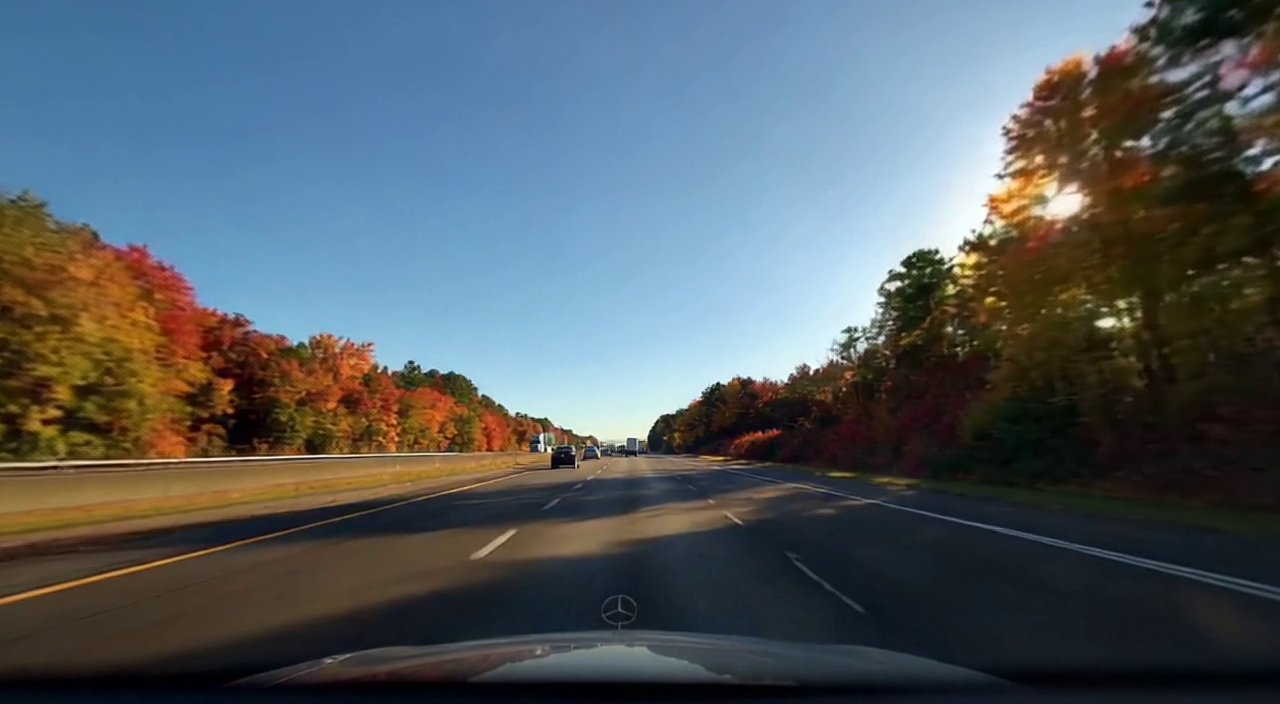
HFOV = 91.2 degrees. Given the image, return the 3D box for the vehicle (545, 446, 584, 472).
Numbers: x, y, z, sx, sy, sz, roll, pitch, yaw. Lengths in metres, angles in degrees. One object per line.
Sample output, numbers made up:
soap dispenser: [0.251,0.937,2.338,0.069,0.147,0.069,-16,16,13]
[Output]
vehicle: [-4.629,6.612,38.819,1.963,1.475,3.665,0,-9,-1]
